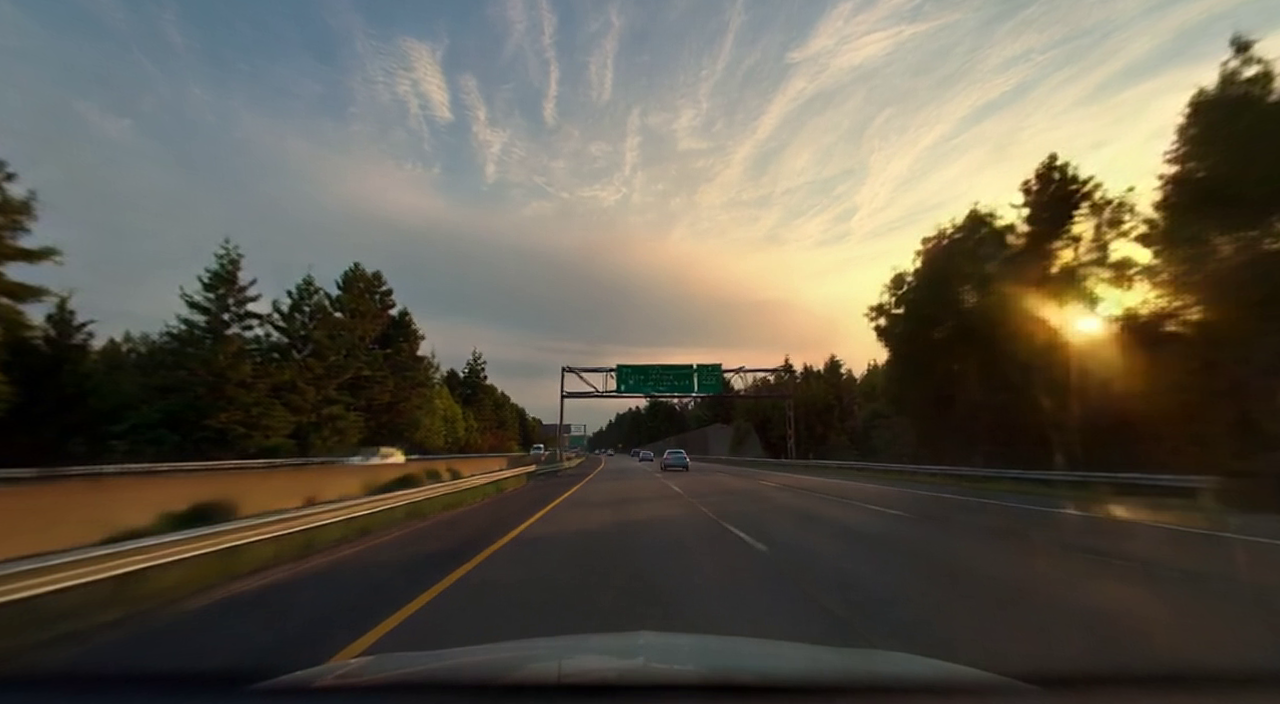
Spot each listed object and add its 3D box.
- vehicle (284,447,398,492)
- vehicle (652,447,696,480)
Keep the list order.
[{"bbox_3d":[-10.955,4.308,23.551,1.988,1.457,4.737,0,-9,-1],"label":"vehicle"},{"bbox_3d":[1.729,5.797,33.003,2.011,1.590,3.607,0,-9,-2],"label":"vehicle"}]
